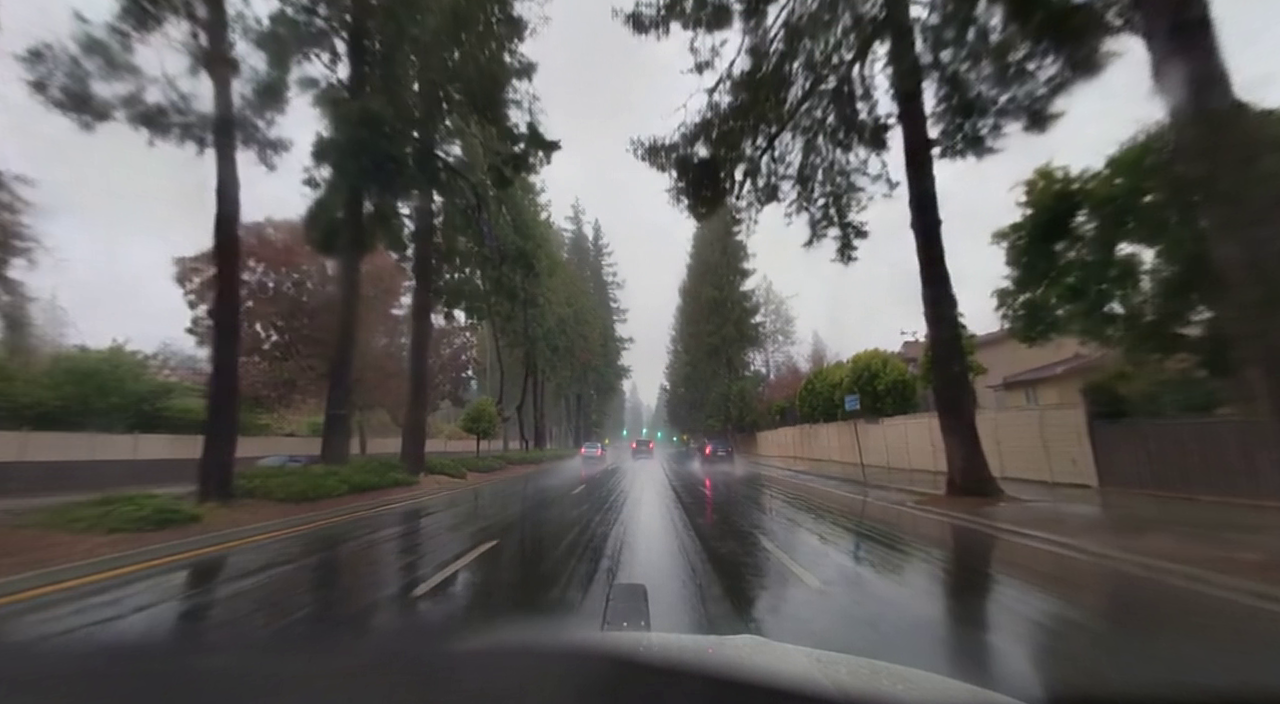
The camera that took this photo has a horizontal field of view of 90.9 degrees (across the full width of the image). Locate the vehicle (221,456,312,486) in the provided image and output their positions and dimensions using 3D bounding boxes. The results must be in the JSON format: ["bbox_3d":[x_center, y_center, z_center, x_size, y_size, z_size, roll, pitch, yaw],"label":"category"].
[{"bbox_3d":[-20.948,6.659,35.669,1.960,1.492,5.090,0,-8,1],"label":"vehicle"}]

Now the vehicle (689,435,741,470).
[{"bbox_3d":[3.858,5.281,33.289,2.182,1.688,4.187,0,-8,-1],"label":"vehicle"}]

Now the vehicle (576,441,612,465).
[{"bbox_3d":[-2.971,6.623,41.506,1.940,1.473,4.133,0,-8,1],"label":"vehicle"}]
